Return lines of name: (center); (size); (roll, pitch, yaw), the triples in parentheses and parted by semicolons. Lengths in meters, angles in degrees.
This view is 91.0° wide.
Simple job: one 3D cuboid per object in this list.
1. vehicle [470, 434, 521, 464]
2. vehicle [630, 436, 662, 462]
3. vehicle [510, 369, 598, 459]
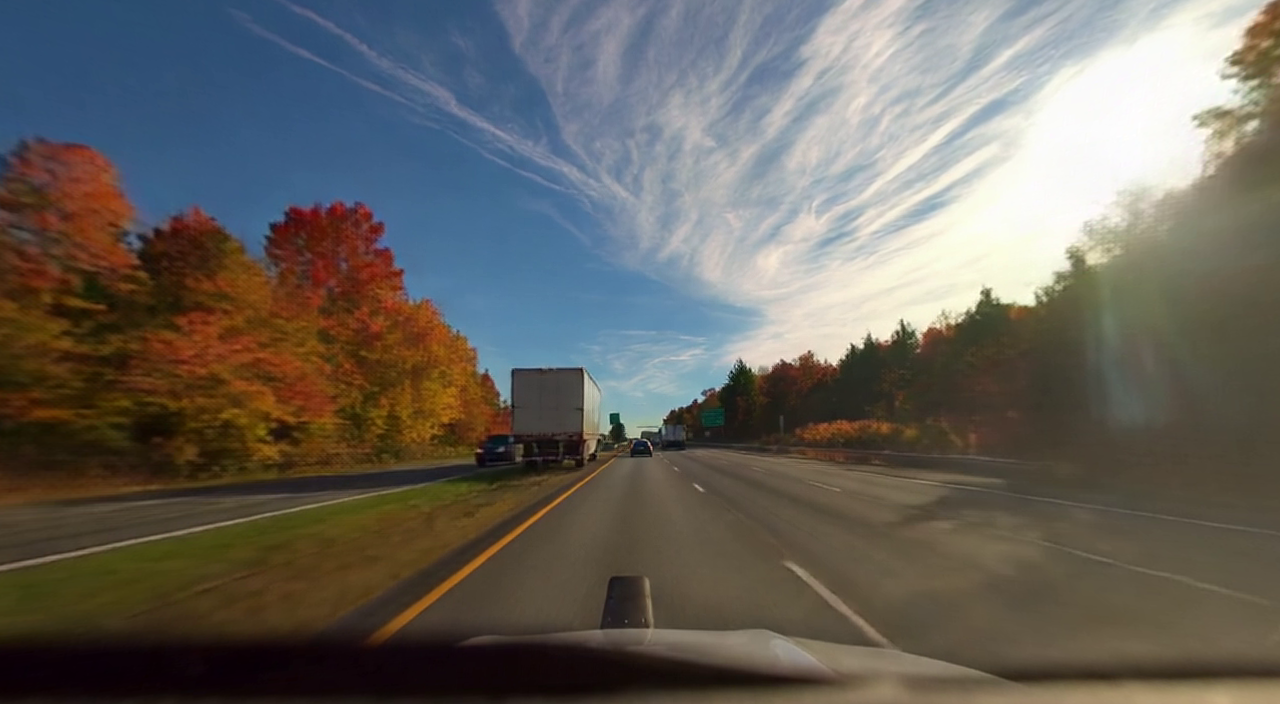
vehicle: (-8.303, 5.641, 36.556); (1.974, 1.631, 4.232); (0, -8, 0)
vehicle: (0.339, 6.113, 39.706); (1.924, 1.498, 3.817); (0, -8, 0)
vehicle: (-4.131, 3.529, 33.419); (3.120, 3.936, 11.480); (0, -8, 0)
